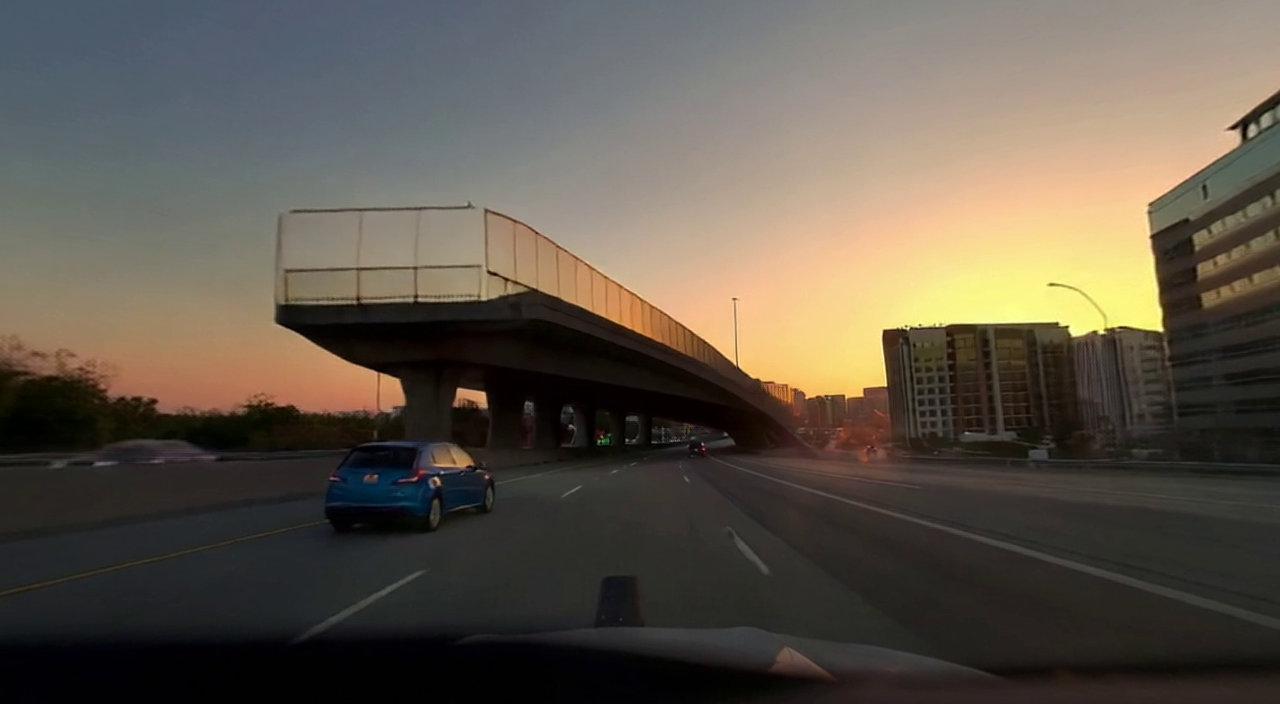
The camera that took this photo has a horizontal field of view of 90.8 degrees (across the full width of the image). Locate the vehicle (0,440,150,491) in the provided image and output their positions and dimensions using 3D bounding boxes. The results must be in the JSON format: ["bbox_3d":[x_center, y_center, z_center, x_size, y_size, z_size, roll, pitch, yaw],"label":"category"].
[{"bbox_3d":[-19.582,3.795,21.482,1.929,1.514,4.713,-1,-8,2],"label":"vehicle"}]

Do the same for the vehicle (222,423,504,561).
[{"bbox_3d":[-3.727,1.978,9.722,2.087,1.566,4.756,0,-8,1],"label":"vehicle"}]
